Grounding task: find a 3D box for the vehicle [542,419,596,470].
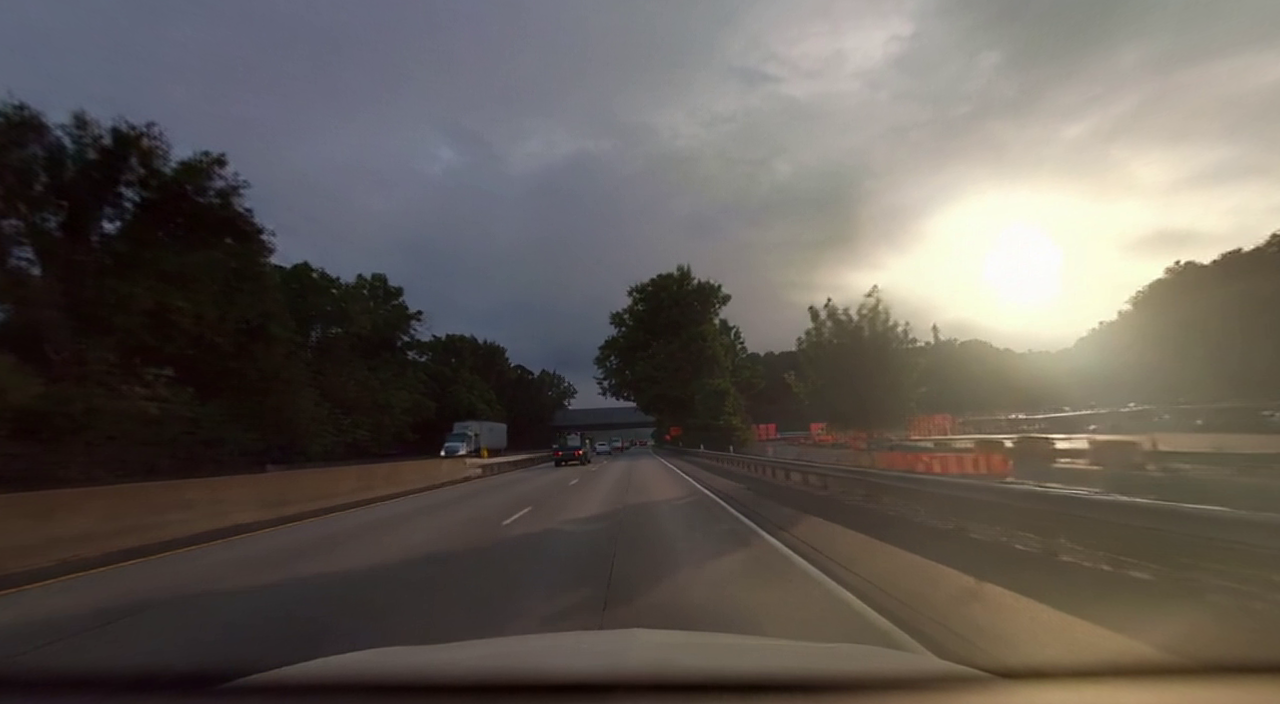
[{"bbox_3d":[-3.923,5.238,35.848,2.484,2.625,5.907,0,-8,-1],"label":"vehicle"}]
